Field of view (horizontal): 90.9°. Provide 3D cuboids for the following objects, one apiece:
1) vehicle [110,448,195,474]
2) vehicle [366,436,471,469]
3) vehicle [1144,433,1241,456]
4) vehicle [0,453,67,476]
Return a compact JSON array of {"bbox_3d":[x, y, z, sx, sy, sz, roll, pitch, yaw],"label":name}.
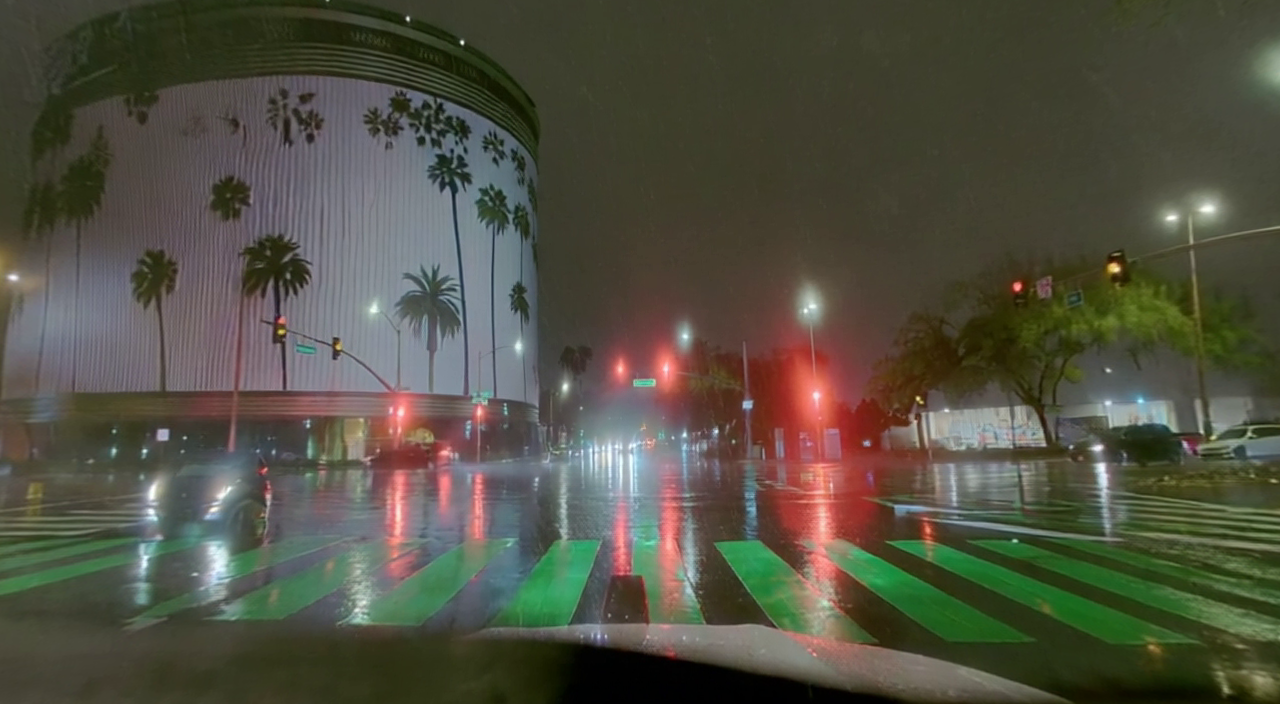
[{"bbox_3d":[-33.042,7.400,42.774,4.136,1.661,1.857,0,-8,1],"label":"vehicle"},{"bbox_3d":[-13.114,5.962,37.569,5.477,1.880,2.125,0,-8,1],"label":"vehicle"},{"bbox_3d":[36.129,6.040,41.269,4.606,1.449,1.687,0,-8,2],"label":"vehicle"},{"bbox_3d":[-41.631,7.608,42.796,3.698,1.508,1.779,0,-8,1],"label":"vehicle"}]
